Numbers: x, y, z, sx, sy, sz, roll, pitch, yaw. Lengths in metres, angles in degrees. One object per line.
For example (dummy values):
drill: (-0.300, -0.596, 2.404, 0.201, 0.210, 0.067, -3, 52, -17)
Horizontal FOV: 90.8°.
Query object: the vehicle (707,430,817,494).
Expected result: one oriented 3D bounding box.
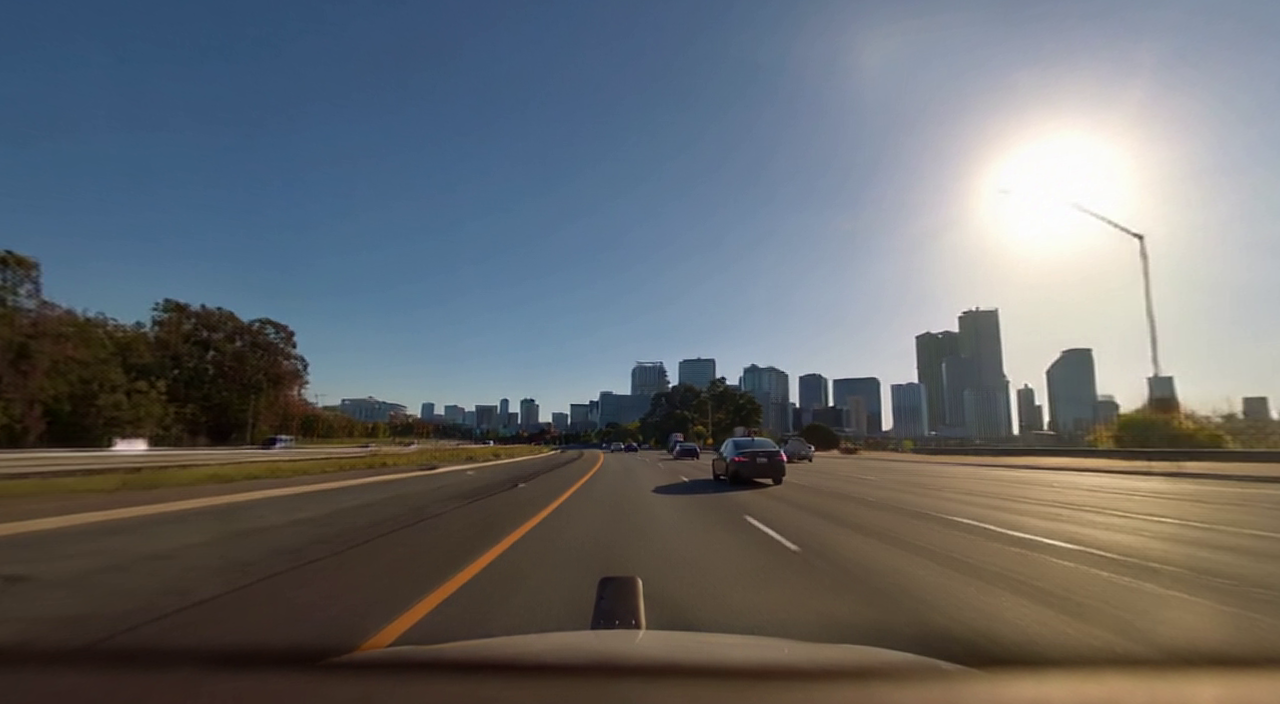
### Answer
vehicle: (3.574, 3.328, 19.489, 2.305, 1.729, 4.526, 0, -8, -2)
